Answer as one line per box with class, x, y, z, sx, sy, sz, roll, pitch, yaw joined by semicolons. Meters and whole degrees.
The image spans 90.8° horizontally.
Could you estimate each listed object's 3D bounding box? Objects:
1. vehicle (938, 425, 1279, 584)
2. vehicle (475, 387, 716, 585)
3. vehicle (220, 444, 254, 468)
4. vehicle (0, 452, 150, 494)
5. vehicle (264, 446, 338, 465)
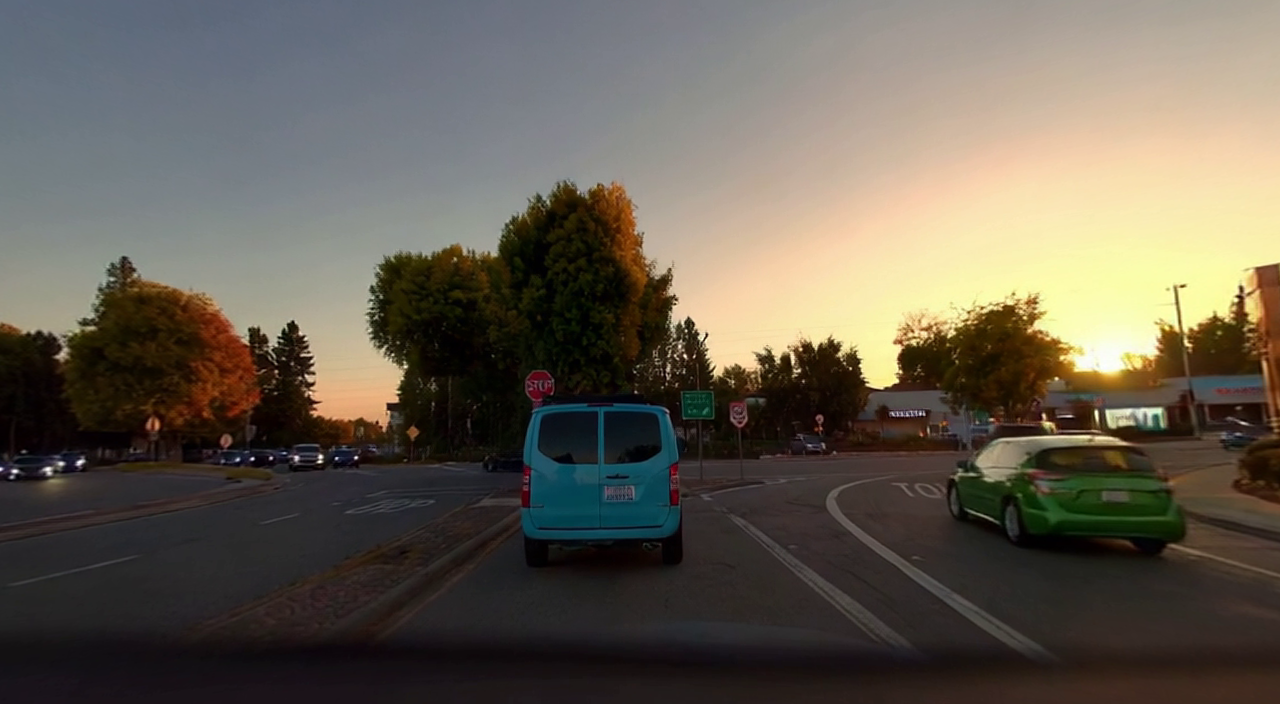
vehicle;5.816;1.835;8.614;2.079;1.504;4.828;-2;-9;12
vehicle;-0.346;1.581;8.225;2.237;1.828;4.546;0;-9;2
vehicle;-29.961;7.736;47.080;1.913;1.682;4.120;5;-10;-31
vehicle;-21.459;4.525;24.065;2.038;1.392;4.362;0;-9;0
vehicle;-26.217;8.018;48.978;4.670;1.472;1.851;1;-9;-8
